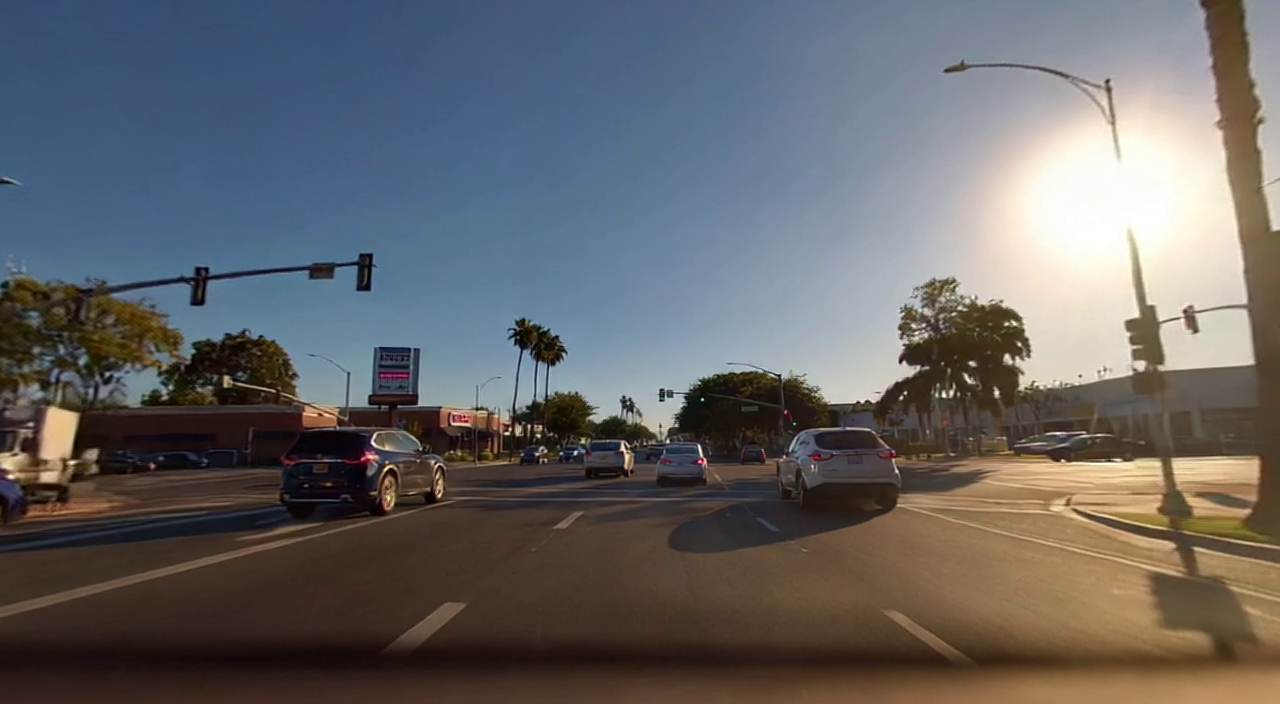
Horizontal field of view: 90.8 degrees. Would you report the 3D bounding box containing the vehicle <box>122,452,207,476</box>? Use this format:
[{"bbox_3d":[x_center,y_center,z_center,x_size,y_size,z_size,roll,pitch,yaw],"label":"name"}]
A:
[{"bbox_3d":[-34.161,8.017,45.450,4.942,1.602,2.111,-2,-8,13],"label":"vehicle"}]

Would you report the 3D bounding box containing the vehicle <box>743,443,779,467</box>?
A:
[{"bbox_3d":[8.099,6.909,42.650,2.149,1.532,4.168,-2,-9,8],"label":"vehicle"}]

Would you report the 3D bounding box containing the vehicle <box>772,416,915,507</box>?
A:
[{"bbox_3d":[4.902,2.744,16.171,2.267,1.931,5.145,-1,-9,4],"label":"vehicle"}]

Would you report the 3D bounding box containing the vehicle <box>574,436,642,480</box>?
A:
[{"bbox_3d":[-1.276,4.606,27.742,2.088,1.746,4.650,-2,-9,8],"label":"vehicle"}]

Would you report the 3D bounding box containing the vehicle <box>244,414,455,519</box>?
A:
[{"bbox_3d":[-5.981,2.443,13.870,2.127,1.888,4.637,-1,-9,4],"label":"vehicle"}]

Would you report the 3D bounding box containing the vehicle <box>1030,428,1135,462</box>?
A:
[{"bbox_3d":[26.251,5.573,37.646,4.557,1.848,2.008,-3,-9,9],"label":"vehicle"}]

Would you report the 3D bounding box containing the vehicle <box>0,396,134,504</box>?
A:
[{"bbox_3d":[-23.378,3.954,25.750,3.436,3.529,11.210,3,-9,-35],"label":"vehicle"}]

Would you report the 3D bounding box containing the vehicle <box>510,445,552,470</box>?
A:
[{"bbox_3d":[-7.660,7.312,44.027,2.041,1.660,4.371,3,-9,-21],"label":"vehicle"}]

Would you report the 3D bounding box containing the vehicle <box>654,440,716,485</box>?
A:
[{"bbox_3d":[1.742,4.024,23.193,2.057,1.492,3.825,-1,-9,7],"label":"vehicle"}]
